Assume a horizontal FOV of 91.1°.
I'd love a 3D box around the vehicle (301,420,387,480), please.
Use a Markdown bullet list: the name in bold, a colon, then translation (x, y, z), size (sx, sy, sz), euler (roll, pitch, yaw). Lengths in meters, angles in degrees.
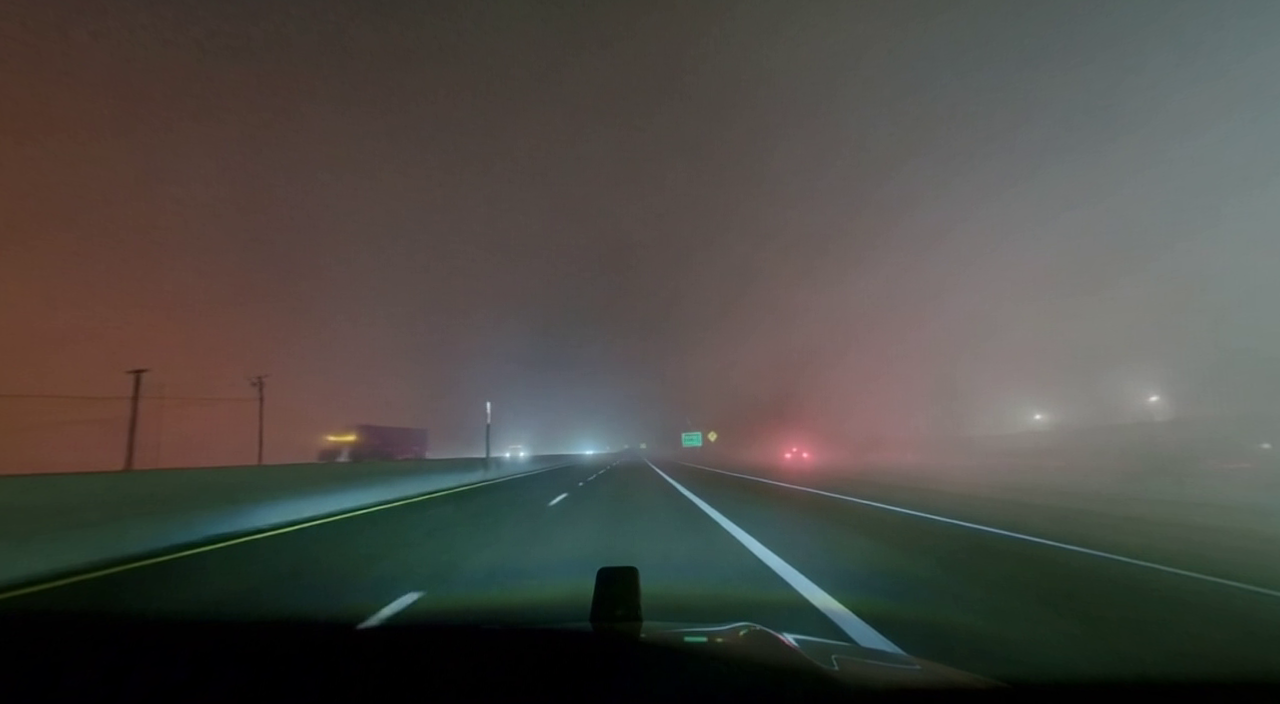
- **vehicle**: translation (-20.480, 6.842, 43.950), size (2.971, 3.884, 6.041), euler (0, -9, -1)
